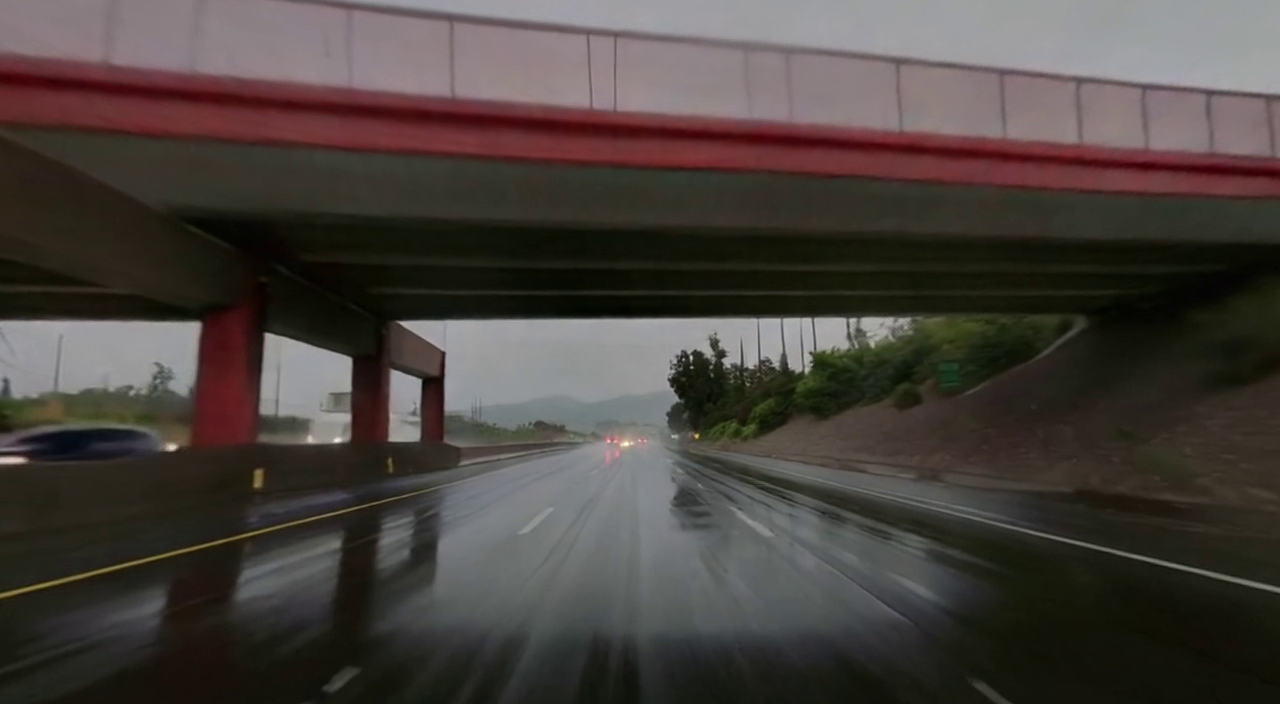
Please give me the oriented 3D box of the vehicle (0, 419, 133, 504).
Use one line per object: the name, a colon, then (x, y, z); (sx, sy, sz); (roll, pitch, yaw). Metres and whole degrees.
vehicle: (-15.675, 2.688, 15.740); (2.067, 1.946, 4.734); (0, -8, 0)
